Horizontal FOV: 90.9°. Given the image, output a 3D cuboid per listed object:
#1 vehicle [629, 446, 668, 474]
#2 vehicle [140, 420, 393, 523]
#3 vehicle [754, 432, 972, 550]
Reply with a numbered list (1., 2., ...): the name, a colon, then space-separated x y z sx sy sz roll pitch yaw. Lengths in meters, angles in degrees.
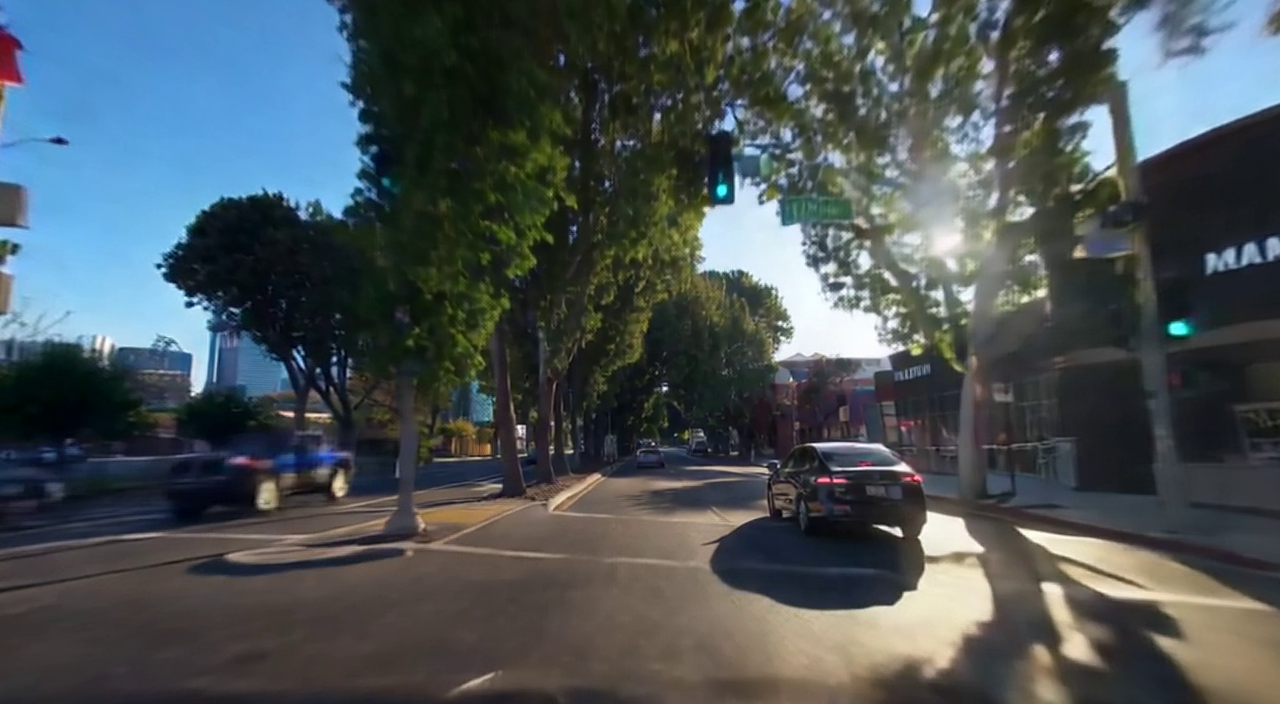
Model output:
1. vehicle: 0.458 5.627 33.147 1.945 1.343 3.827 0 -8 1
2. vehicle: -8.257 2.697 14.939 2.329 1.921 5.842 0 -8 1
3. vehicle: 3.253 2.095 10.216 1.989 1.498 4.050 0 -8 -1
